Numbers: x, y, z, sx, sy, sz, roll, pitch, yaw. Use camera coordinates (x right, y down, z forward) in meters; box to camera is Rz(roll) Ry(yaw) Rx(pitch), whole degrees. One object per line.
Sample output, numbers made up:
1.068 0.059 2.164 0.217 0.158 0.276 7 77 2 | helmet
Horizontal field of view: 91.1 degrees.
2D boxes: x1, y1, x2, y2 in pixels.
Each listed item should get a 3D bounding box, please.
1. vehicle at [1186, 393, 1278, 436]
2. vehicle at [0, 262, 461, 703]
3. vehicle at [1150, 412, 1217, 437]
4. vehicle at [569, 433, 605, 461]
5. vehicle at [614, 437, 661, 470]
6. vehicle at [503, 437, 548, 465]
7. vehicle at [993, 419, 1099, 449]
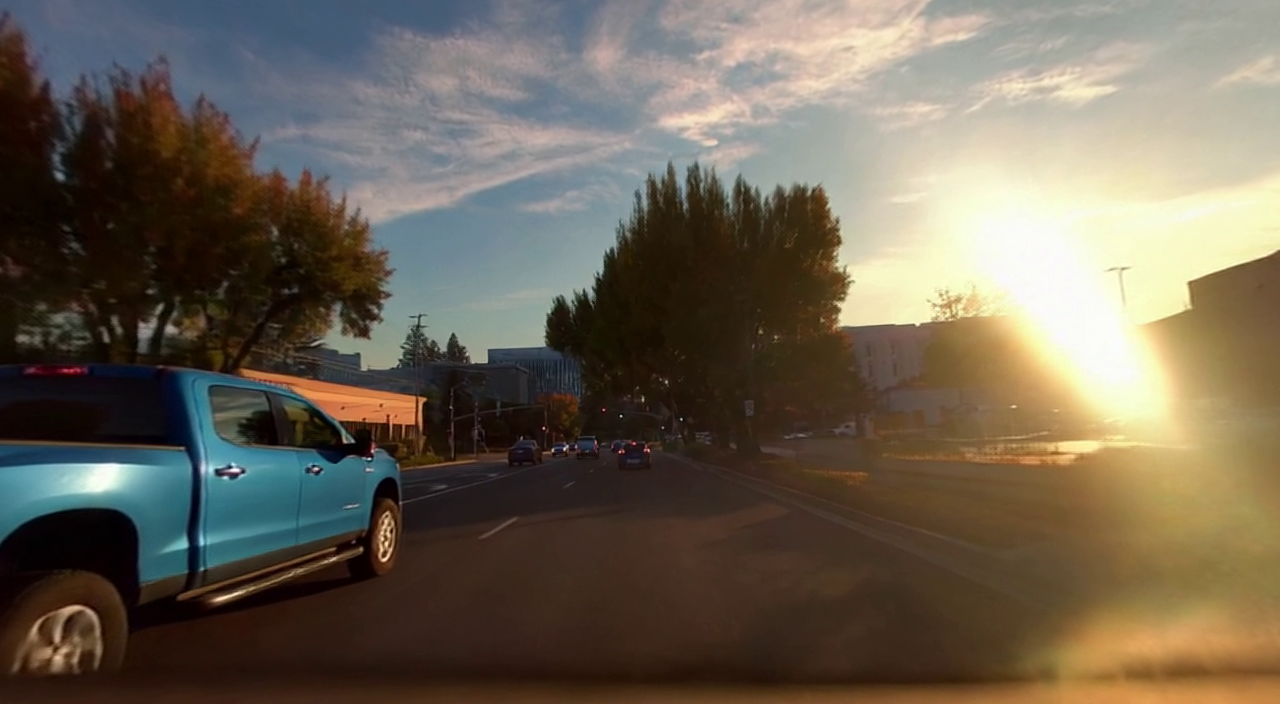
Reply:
34.785 3.702 36.854 5.297 2.323 2.378 3 -9 -31 | vehicle
-3.621 0.981 4.233 2.552 2.079 6.810 0 -8 2 | vehicle
39.676 5.341 45.813 4.665 1.645 2.163 5 -10 -30 | vehicle
-3.923 7.207 47.497 2.243 1.976 4.514 0 -8 1 | vehicle
-0.122 5.036 31.344 2.191 1.530 4.470 0 -8 0 | vehicle
-8.043 7.015 44.619 2.146 1.788 5.153 0 -8 1 | vehicle
22.751 4.666 35.426 4.767 1.443 1.978 -7 -11 28 | vehicle
